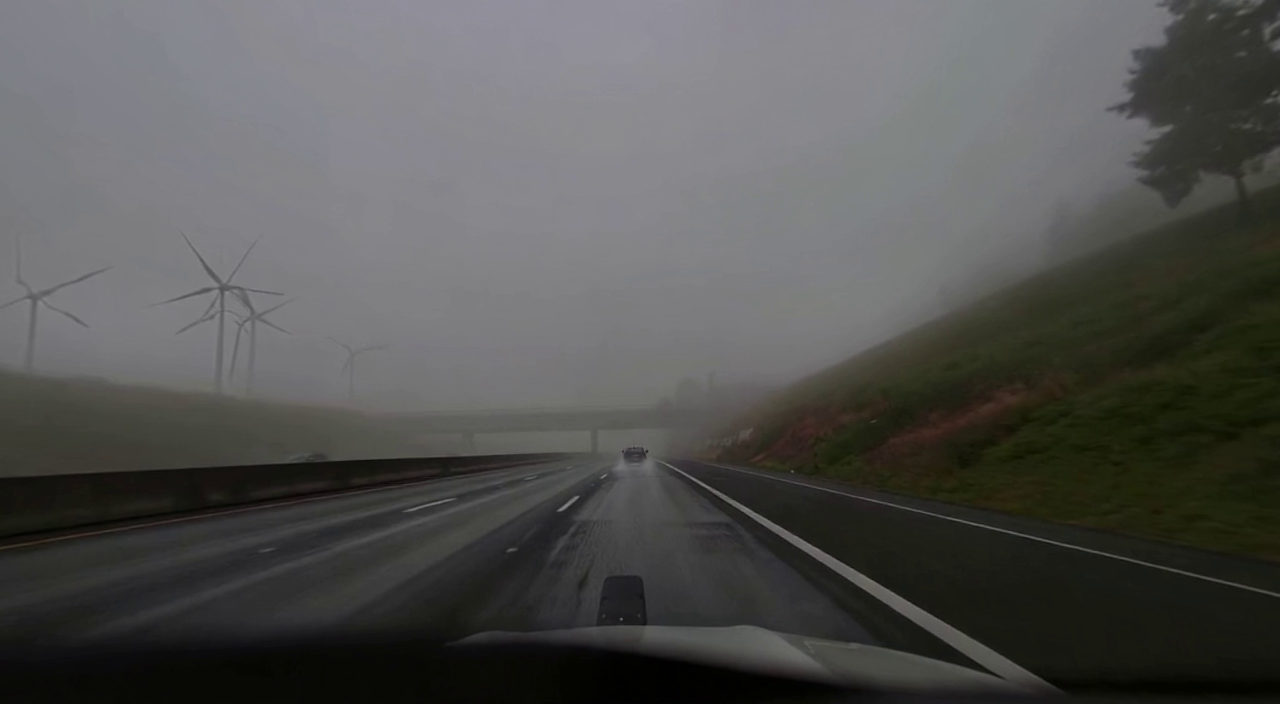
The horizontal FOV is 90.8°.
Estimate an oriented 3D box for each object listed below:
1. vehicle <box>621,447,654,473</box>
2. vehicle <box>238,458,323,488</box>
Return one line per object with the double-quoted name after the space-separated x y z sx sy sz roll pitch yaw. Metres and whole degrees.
-0.146 6.640 38.958 1.870 1.481 4.234 0 -9 0 "vehicle"
-18.671 6.271 33.020 1.822 1.421 4.406 0 -9 1 "vehicle"
